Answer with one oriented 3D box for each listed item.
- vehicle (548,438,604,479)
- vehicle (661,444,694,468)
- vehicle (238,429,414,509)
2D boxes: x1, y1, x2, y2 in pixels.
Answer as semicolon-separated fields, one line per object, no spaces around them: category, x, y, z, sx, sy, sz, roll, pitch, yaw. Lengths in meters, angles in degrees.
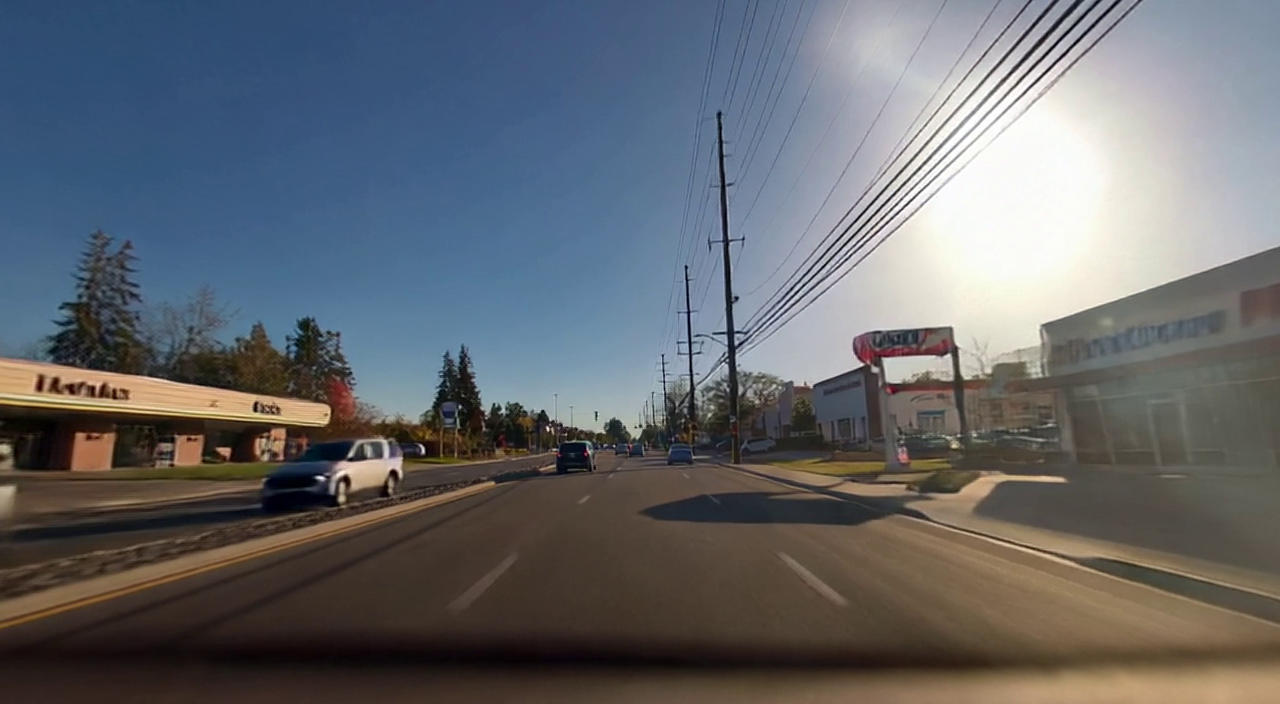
vehicle;-2.751;4.684;28.012;2.047;1.664;4.148;0;-9;0
vehicle;2.334;6.570;39.940;1.978;1.455;4.195;-1;-9;2
vehicle;-7.961;3.004;16.698;2.009;1.773;4.925;0;-9;1
